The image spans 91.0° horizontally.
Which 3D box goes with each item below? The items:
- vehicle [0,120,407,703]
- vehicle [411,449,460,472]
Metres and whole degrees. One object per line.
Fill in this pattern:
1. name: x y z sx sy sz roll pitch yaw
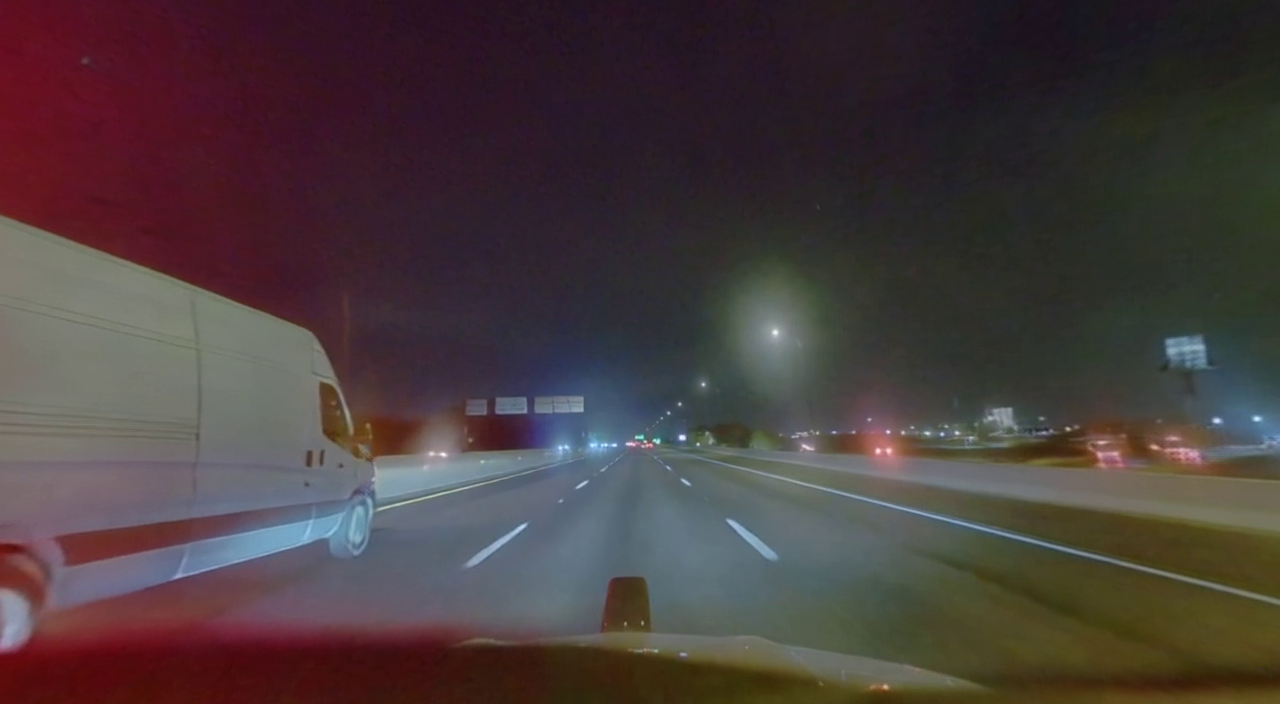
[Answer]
1. vehicle: -3.936 0.504 3.872 2.443 2.586 6.701 0 -8 0
2. vehicle: -14.807 7.849 45.751 2.009 1.537 4.411 0 -8 0
